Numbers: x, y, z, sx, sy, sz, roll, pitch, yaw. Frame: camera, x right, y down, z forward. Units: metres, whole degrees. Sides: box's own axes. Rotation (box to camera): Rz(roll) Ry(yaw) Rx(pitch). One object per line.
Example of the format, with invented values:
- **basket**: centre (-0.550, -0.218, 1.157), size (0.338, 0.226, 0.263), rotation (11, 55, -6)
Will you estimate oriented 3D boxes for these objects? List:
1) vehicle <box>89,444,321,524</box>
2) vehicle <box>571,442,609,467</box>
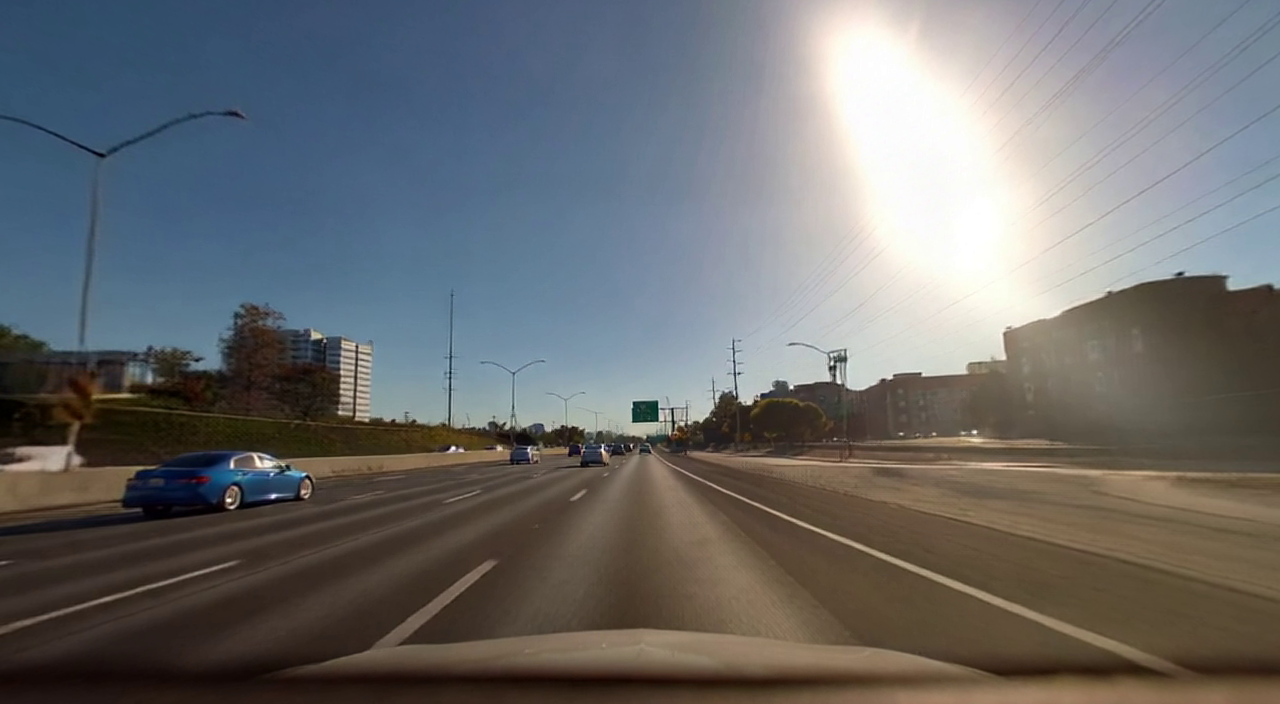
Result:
- **vehicle**: centre (-9.894, 2.981, 14.985), size (2.002, 1.526, 4.822), rotation (-1, -8, 1)
- **vehicle**: centre (-3.139, 6.543, 40.602), size (2.050, 1.479, 4.342), rotation (-1, -8, 1)
